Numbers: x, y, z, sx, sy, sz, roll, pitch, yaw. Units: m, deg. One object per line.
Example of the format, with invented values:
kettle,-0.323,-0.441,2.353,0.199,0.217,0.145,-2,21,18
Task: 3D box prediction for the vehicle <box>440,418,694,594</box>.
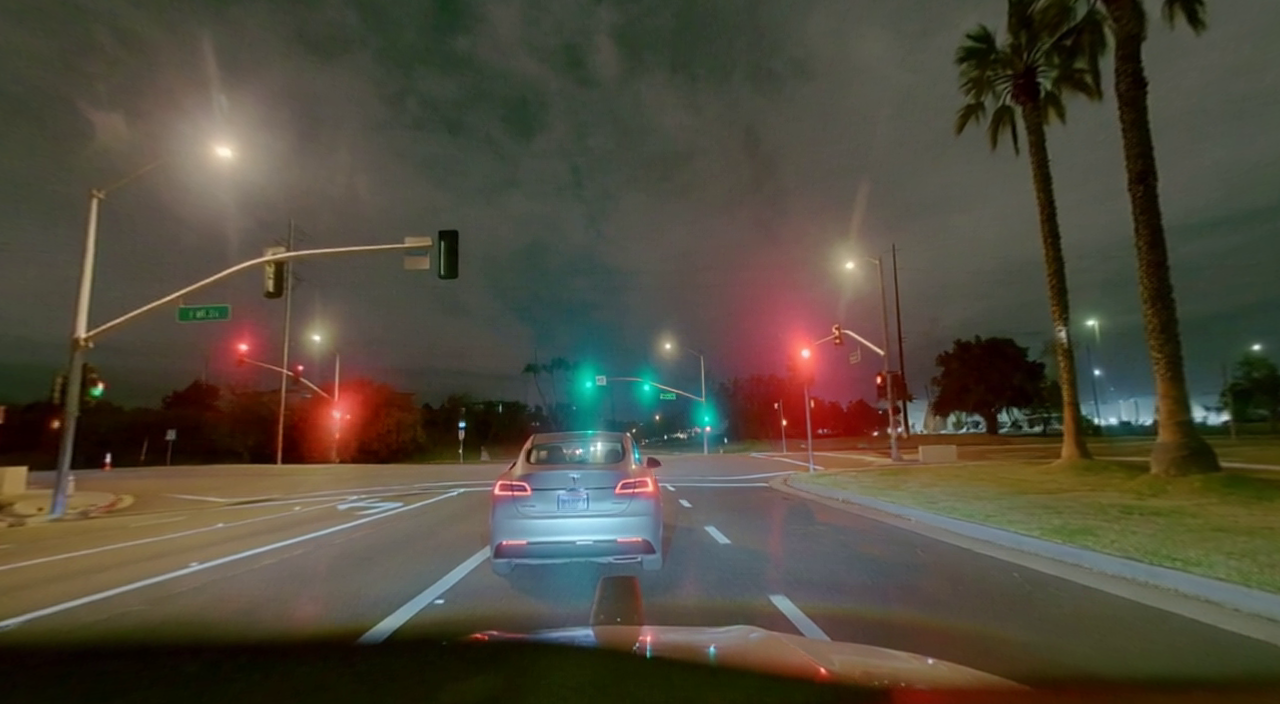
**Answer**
vehicle,-0.631,1.624,7.572,2.152,1.478,4.229,0,-8,0
